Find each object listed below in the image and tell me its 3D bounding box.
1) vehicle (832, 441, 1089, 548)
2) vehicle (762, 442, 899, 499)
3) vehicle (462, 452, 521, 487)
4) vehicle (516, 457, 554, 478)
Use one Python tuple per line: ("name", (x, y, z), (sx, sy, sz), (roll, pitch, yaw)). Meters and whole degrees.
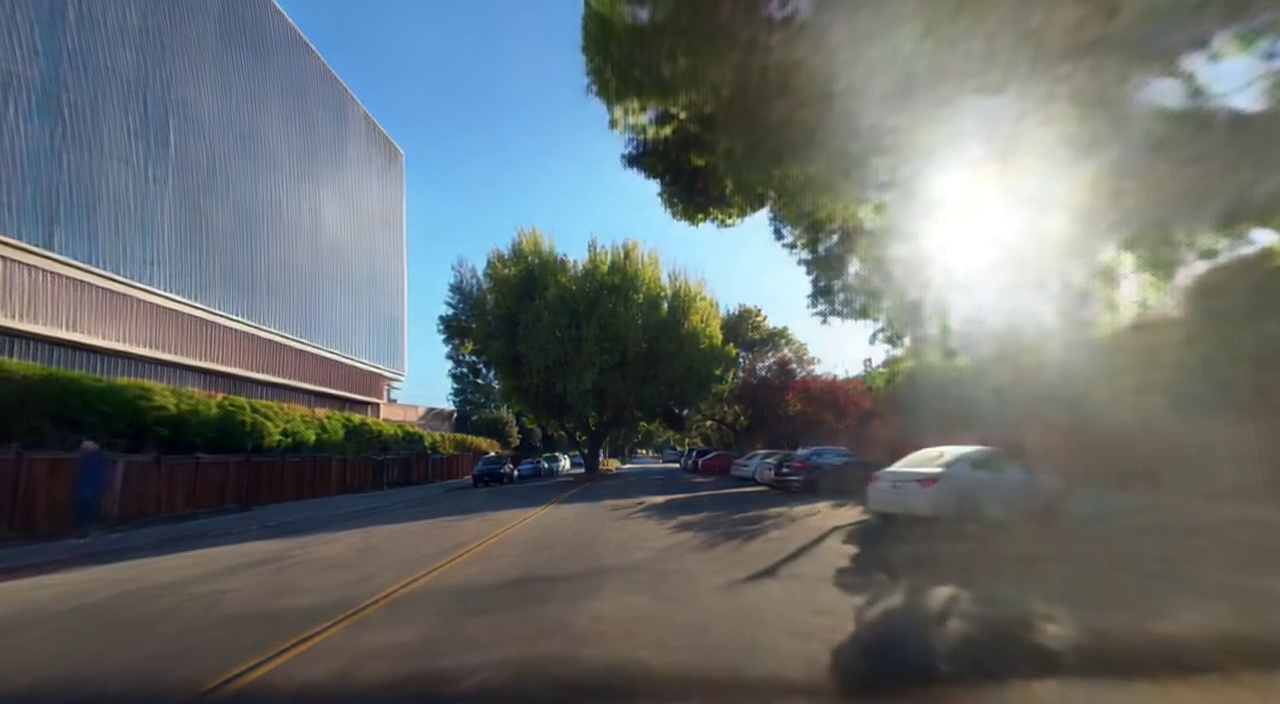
("vehicle", (5.464, 2.301, 10.826), (3.752, 1.494, 2.083), (5, -10, -29))
("vehicle", (6.258, 3.796, 20.716), (3.954, 1.666, 2.213), (6, -10, -34))
("vehicle", (-8.050, 6.400, 34.685), (2.172, 1.707, 4.273), (0, -8, 0))
("vehicle", (-8.095, 8.935, 49.157), (1.911, 1.497, 4.738), (0, -8, 2))
